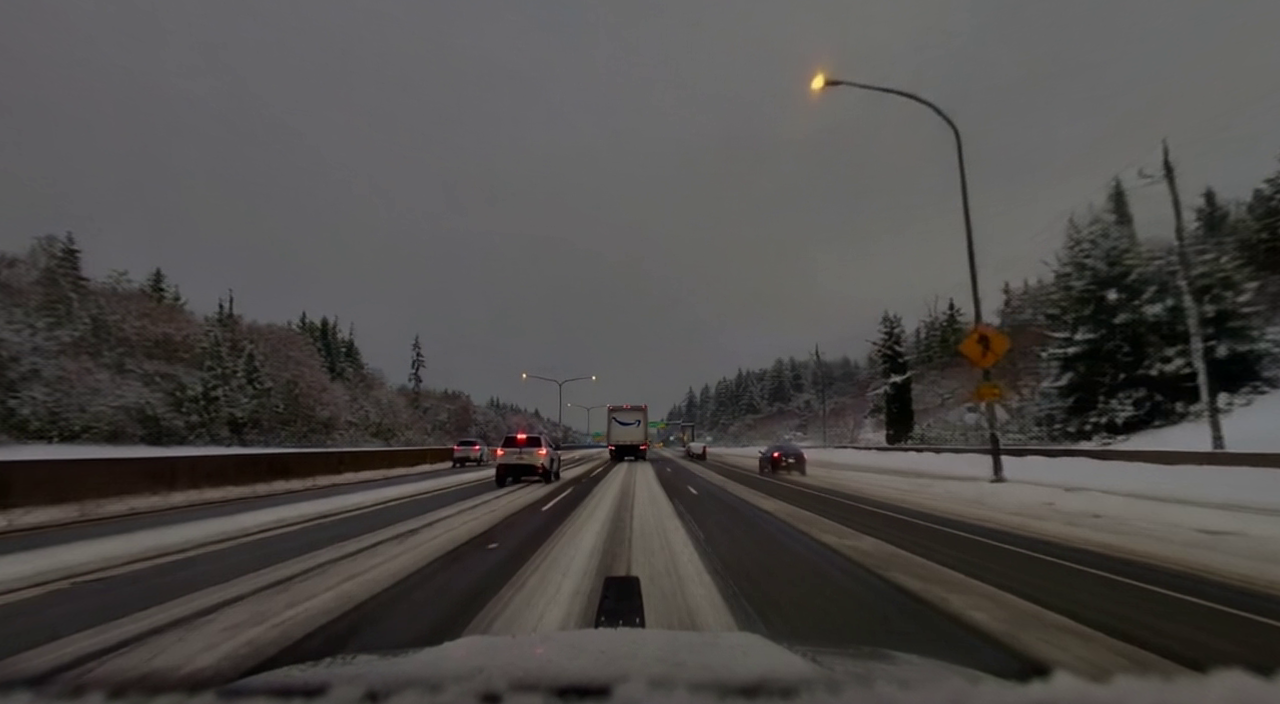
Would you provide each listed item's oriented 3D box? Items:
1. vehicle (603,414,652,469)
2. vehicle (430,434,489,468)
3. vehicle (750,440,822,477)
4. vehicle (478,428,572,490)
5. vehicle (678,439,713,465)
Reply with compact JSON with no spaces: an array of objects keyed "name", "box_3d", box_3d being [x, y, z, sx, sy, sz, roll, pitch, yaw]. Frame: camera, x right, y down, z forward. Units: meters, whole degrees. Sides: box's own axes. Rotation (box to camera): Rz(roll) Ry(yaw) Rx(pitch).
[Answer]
[{"name":"vehicle","box_3d":[-0.556,4.956,34.754,2.456,2.705,6.251,0,-9,1]},{"name":"vehicle","box_3d":[-10.123,5.588,35.690,2.023,1.739,4.229,0,-9,0]},{"name":"vehicle","box_3d":[6.416,4.719,28.238,1.970,1.499,4.491,1,-9,-2]},{"name":"vehicle","box_3d":[-3.412,3.289,19.580,2.095,1.688,4.188,0,-9,1]},{"name":"vehicle","box_3d":[3.681,6.710,42.503,2.067,1.654,3.985,0,-9,0]}]
